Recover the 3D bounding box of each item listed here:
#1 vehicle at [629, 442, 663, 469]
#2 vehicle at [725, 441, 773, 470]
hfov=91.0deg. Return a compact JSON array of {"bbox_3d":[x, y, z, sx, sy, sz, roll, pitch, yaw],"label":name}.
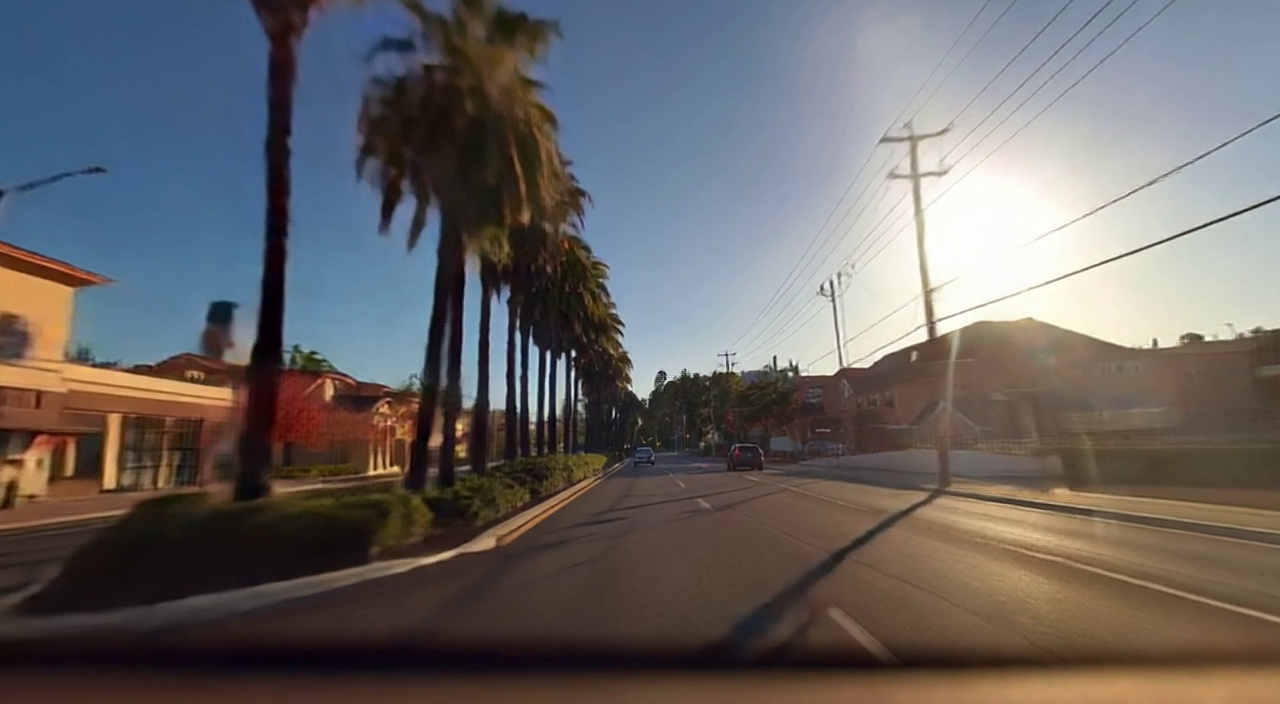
[{"bbox_3d":[0.405,7.013,42.879,2.138,1.702,4.168,0,-9,1],"label":"vehicle"},{"bbox_3d":[6.867,6.585,40.183,2.252,1.718,4.617,0,-9,0],"label":"vehicle"}]
